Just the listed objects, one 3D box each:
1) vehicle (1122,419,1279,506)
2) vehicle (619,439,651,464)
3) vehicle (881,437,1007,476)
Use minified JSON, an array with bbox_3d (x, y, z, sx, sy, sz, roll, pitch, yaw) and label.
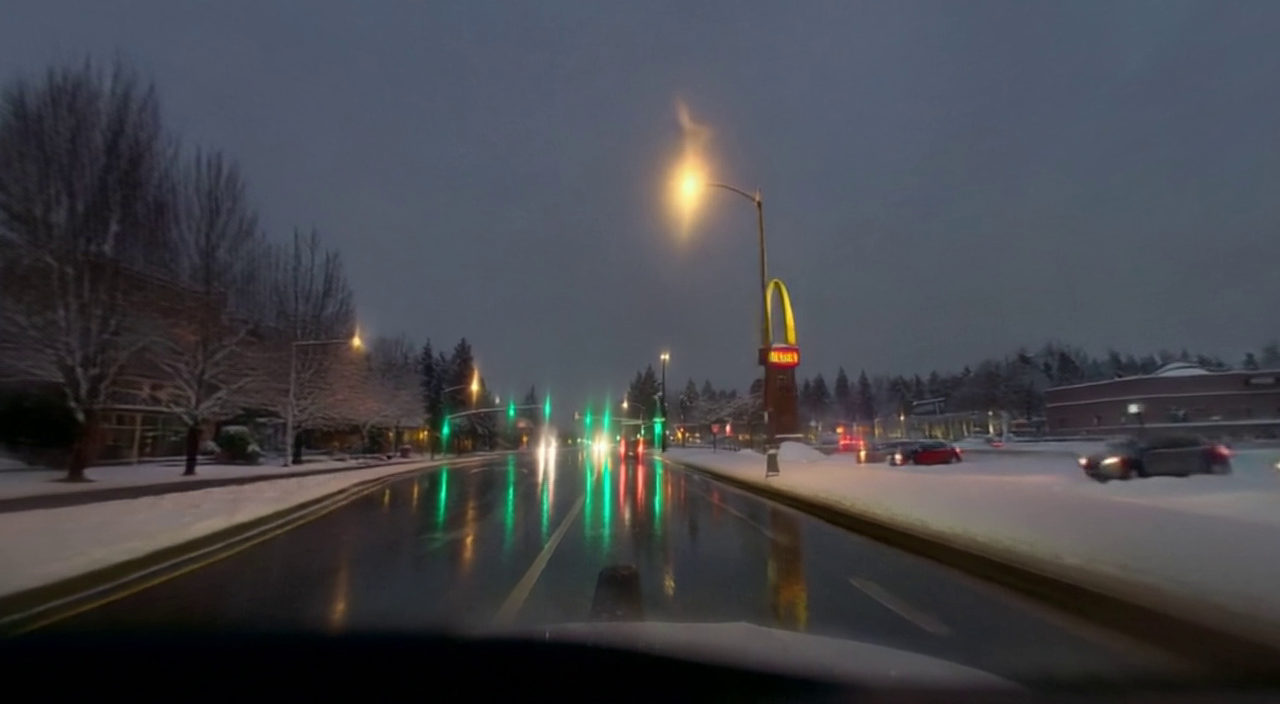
[{"bbox_3d":[13.442,2.272,13.264,4.769,1.636,2.281,0,-8,-2],"label":"vehicle"},{"bbox_3d":[-0.391,7.136,45.512,2.230,1.683,4.204,0,-8,-2],"label":"vehicle"},{"bbox_3d":[12.995,4.470,27.221,4.395,1.497,1.975,1,-7,0],"label":"vehicle"}]
